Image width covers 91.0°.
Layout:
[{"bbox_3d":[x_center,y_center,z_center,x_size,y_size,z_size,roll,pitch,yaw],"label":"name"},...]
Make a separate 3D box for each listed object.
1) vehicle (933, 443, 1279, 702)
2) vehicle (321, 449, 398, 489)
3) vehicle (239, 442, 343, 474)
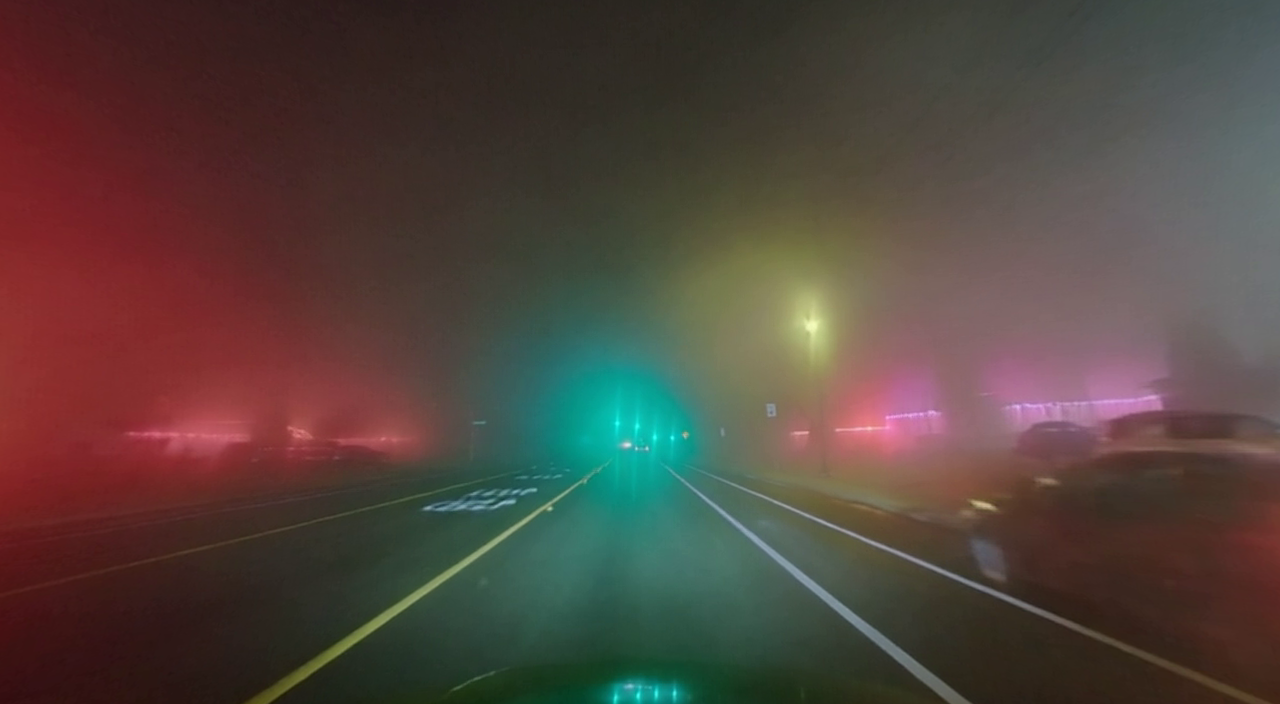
[{"bbox_3d":[4.626,1.494,5.182,1.980,1.465,4.970,0,-8,-1],"label":"vehicle"},{"bbox_3d":[-12.955,5.383,29.313,1.791,1.552,3.919,-3,-8,0],"label":"vehicle"},{"bbox_3d":[-19.639,5.962,35.591,4.661,1.726,1.978,1,-8,-4],"label":"vehicle"}]
